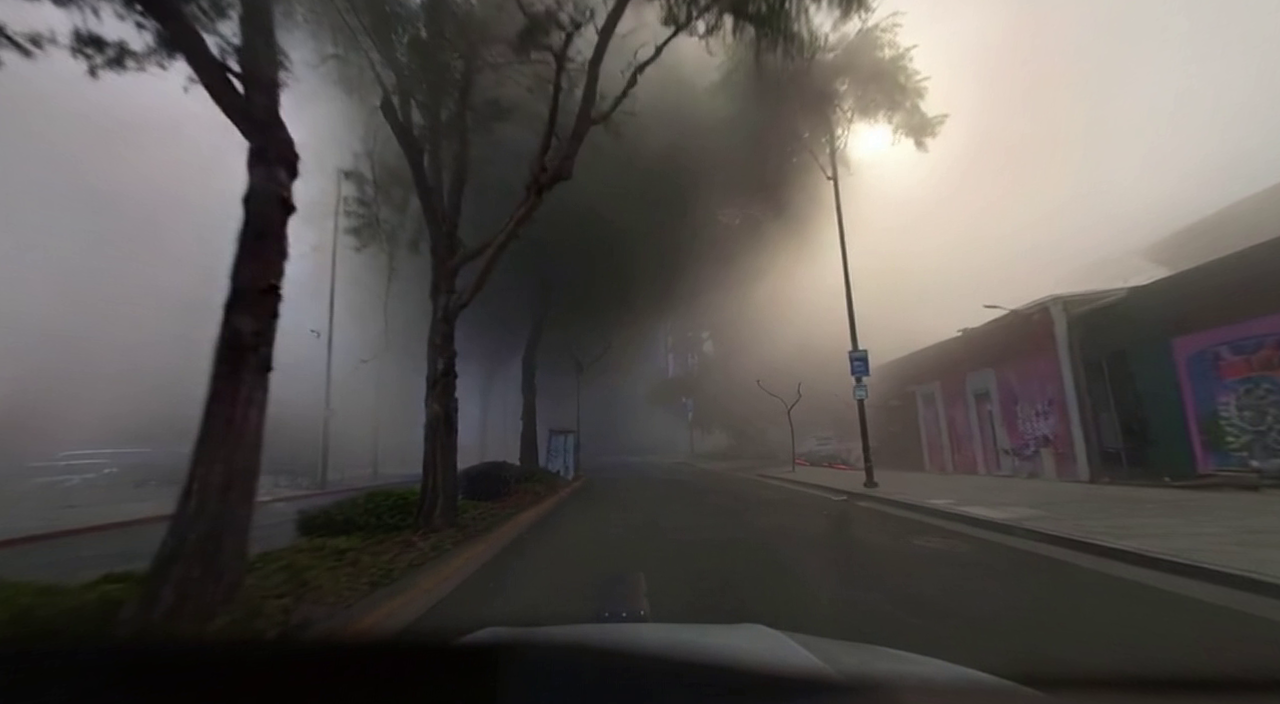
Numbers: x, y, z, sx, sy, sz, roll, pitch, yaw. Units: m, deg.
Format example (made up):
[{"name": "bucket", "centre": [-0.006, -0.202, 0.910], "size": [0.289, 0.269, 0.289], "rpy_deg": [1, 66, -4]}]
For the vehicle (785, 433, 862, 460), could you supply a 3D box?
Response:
[{"name": "vehicle", "centre": [13.837, 7.183, 47.782], "size": [5.129, 1.882, 2.117], "rpy_deg": [-1, -10, -2]}]
